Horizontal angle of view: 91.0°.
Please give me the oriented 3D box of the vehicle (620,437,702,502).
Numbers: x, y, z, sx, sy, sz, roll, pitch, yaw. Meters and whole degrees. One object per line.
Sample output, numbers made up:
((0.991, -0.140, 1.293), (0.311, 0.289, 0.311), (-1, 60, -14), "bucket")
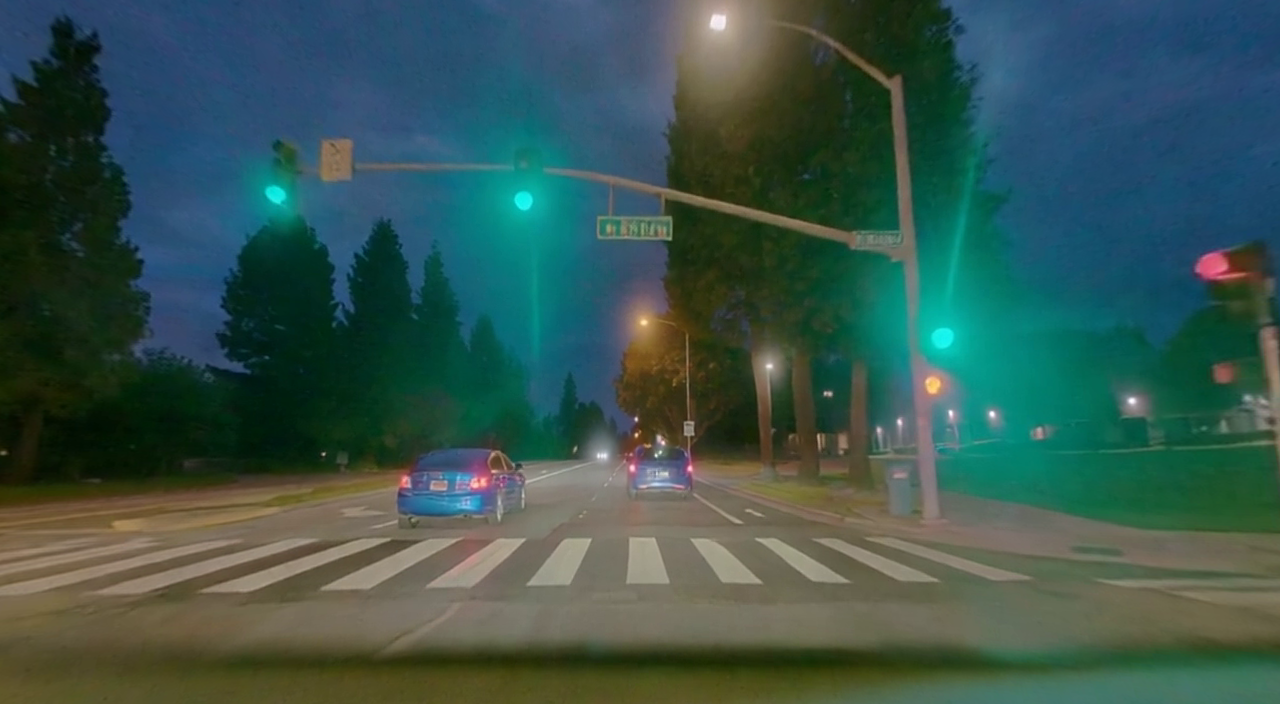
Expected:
((0.528, 3.656, 19.955), (2.215, 1.799, 4.426), (1, -9, -3), "vehicle")

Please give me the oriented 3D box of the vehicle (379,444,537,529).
((-3.490, 2.643, 12.975), (2.036, 1.447, 4.044), (0, -9, 0), "vehicle")
